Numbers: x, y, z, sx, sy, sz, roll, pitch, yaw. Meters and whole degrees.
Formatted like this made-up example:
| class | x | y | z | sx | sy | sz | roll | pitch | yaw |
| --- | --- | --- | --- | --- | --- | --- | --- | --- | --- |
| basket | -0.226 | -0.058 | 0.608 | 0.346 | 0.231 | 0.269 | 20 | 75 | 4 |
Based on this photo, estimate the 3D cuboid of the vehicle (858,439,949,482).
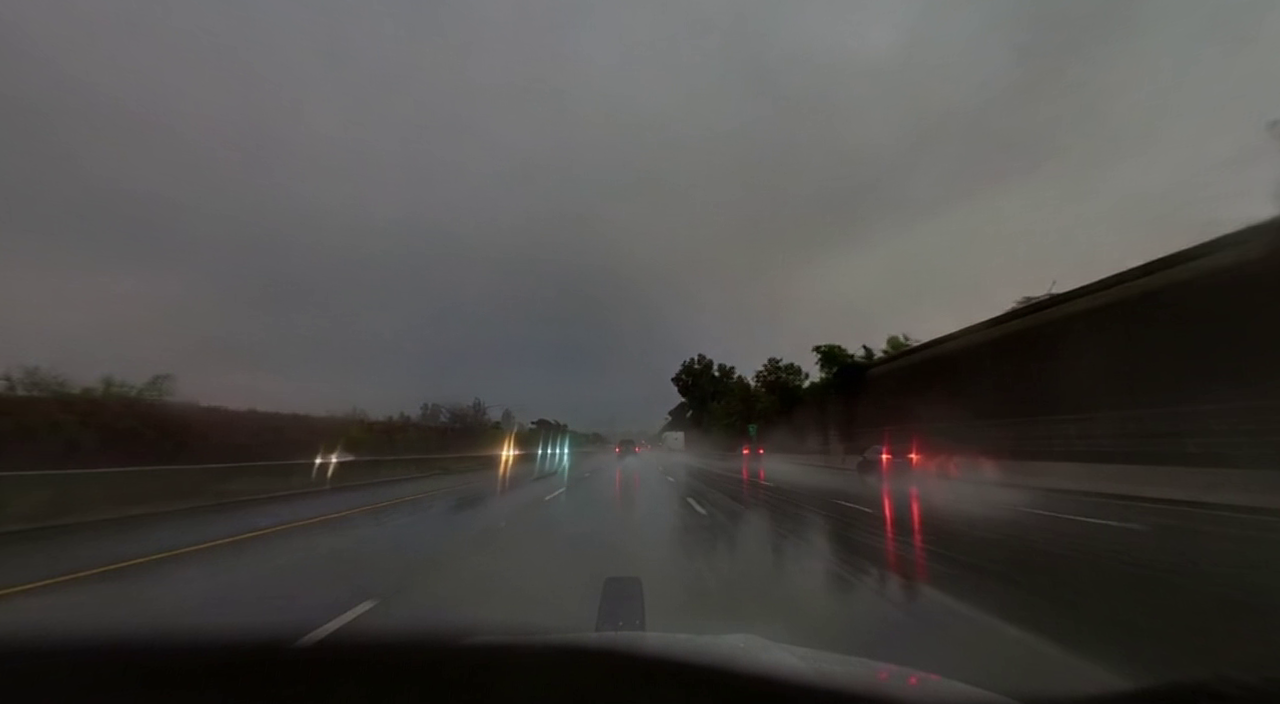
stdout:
| class | x | y | z | sx | sy | sz | roll | pitch | yaw |
| --- | --- | --- | --- | --- | --- | --- | --- | --- | --- |
| vehicle | 11.195 | 4.631 | 27.214 | 1.912 | 1.673 | 4.438 | 0 | -9 | -1 |

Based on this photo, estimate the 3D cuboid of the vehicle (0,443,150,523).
| class | x | y | z | sx | sy | sz | roll | pitch | yaw |
| --- | --- | --- | --- | --- | --- | --- | --- | --- | --- |
| vehicle | -11.400 | 2.429 | 12.112 | 1.416 | 1.326 | 3.186 | 0 | -9 | -1 |

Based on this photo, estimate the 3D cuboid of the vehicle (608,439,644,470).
| class | x | y | z | sx | sy | sz | roll | pitch | yaw |
| --- | --- | --- | --- | --- | --- | --- | --- | --- | --- |
| vehicle | -0.835 | 6.277 | 38.801 | 2.121 | 1.739 | 4.087 | 0 | -9 | -1 |
